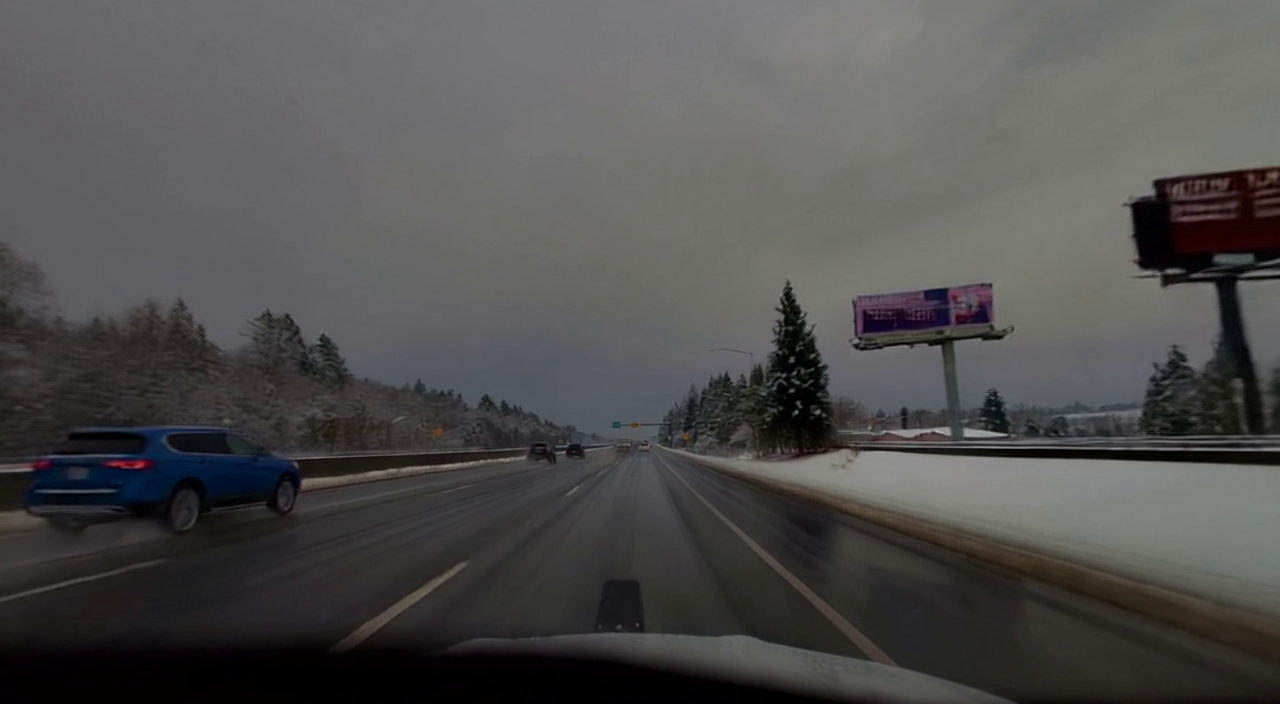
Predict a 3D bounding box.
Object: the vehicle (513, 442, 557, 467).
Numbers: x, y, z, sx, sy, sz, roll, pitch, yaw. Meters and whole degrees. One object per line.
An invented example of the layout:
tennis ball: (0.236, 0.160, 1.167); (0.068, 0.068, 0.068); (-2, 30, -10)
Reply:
vehicle: (-6.876, 6.774, 41.713); (2.008, 1.520, 4.731); (0, -9, 1)

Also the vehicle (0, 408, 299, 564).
vehicle: (-7.465, 1.818, 9.329); (2.055, 1.683, 4.804); (0, -9, 1)
